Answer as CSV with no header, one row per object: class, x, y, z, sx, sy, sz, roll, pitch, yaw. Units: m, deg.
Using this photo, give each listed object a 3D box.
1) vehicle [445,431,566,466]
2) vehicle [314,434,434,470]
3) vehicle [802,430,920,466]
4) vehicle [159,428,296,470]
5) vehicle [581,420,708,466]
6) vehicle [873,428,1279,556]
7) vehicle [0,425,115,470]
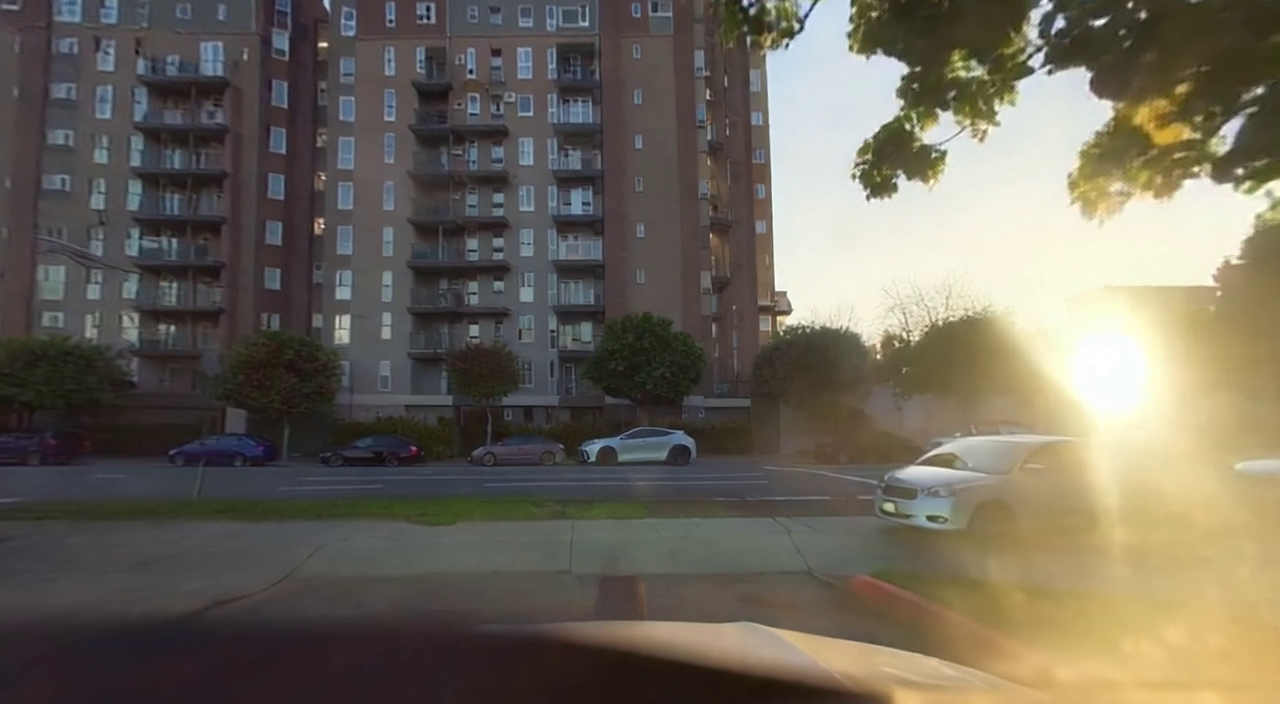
vehicle,-5.686,4.166,27.226,4.851,1.339,1.785,-1,-10,-2
vehicle,-11.305,4.257,27.117,4.336,1.438,1.776,0,-7,-3
vehicle,9.568,4.156,27.557,4.521,1.411,1.726,0,-6,-3
vehicle,-17.443,4.094,26.883,4.426,1.641,1.889,0,-8,-4
vehicle,0.138,3.953,27.400,5.299,1.860,2.098,0,-9,-4
vehicle,5.936,1.817,8.647,4.714,1.471,1.978,-1,-6,2
vehicle,-25.805,3.978,26.455,5.593,1.781,2.163,0,-8,-3
